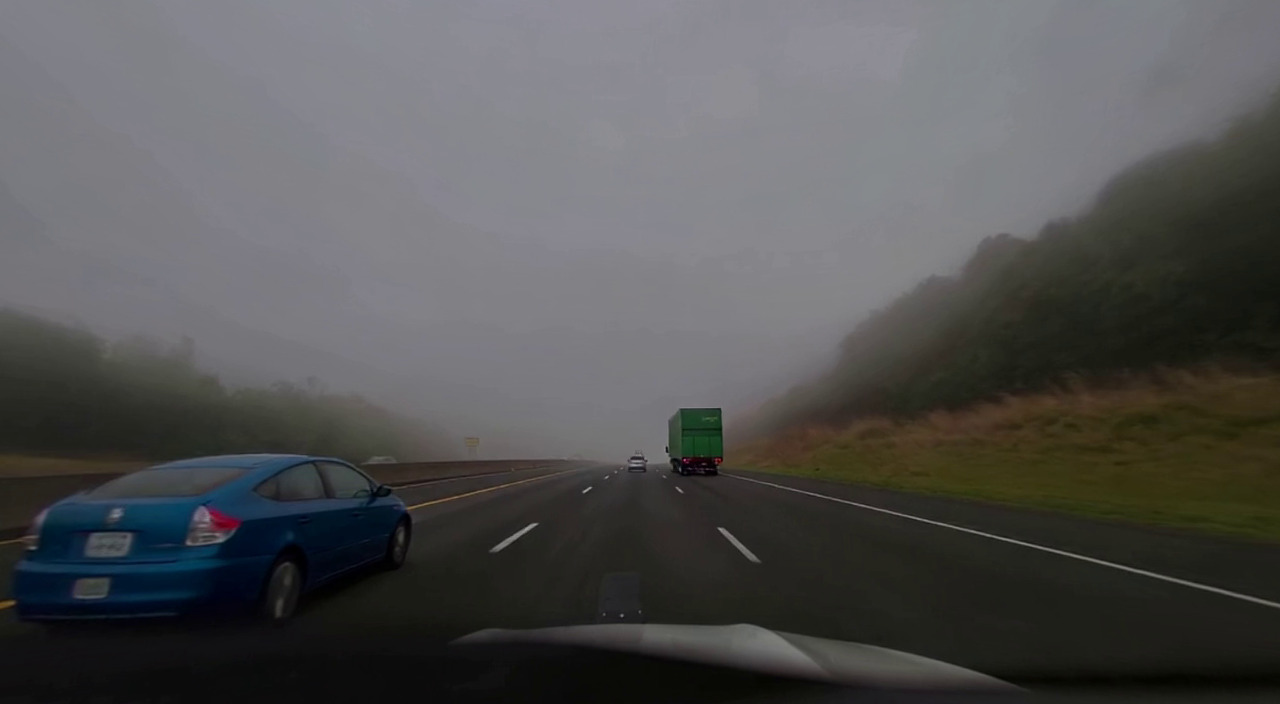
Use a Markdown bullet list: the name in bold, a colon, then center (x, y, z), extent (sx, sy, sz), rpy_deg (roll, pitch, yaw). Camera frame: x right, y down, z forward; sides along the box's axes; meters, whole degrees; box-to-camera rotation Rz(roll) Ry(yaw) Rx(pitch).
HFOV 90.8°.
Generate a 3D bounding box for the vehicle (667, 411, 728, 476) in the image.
- **vehicle**: center (3.829, 6.666, 45.786), extent (2.947, 3.989, 13.568), rpy_deg (0, -9, -1)

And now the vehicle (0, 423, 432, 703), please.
- **vehicle**: center (-3.425, 1.442, 5.238), extent (1.952, 1.521, 4.095), rpy_deg (0, -9, 1)

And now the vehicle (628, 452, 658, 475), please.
- **vehicle**: center (0.152, 7.583, 43.053), extent (1.931, 1.453, 3.695), rpy_deg (0, -9, -1)
